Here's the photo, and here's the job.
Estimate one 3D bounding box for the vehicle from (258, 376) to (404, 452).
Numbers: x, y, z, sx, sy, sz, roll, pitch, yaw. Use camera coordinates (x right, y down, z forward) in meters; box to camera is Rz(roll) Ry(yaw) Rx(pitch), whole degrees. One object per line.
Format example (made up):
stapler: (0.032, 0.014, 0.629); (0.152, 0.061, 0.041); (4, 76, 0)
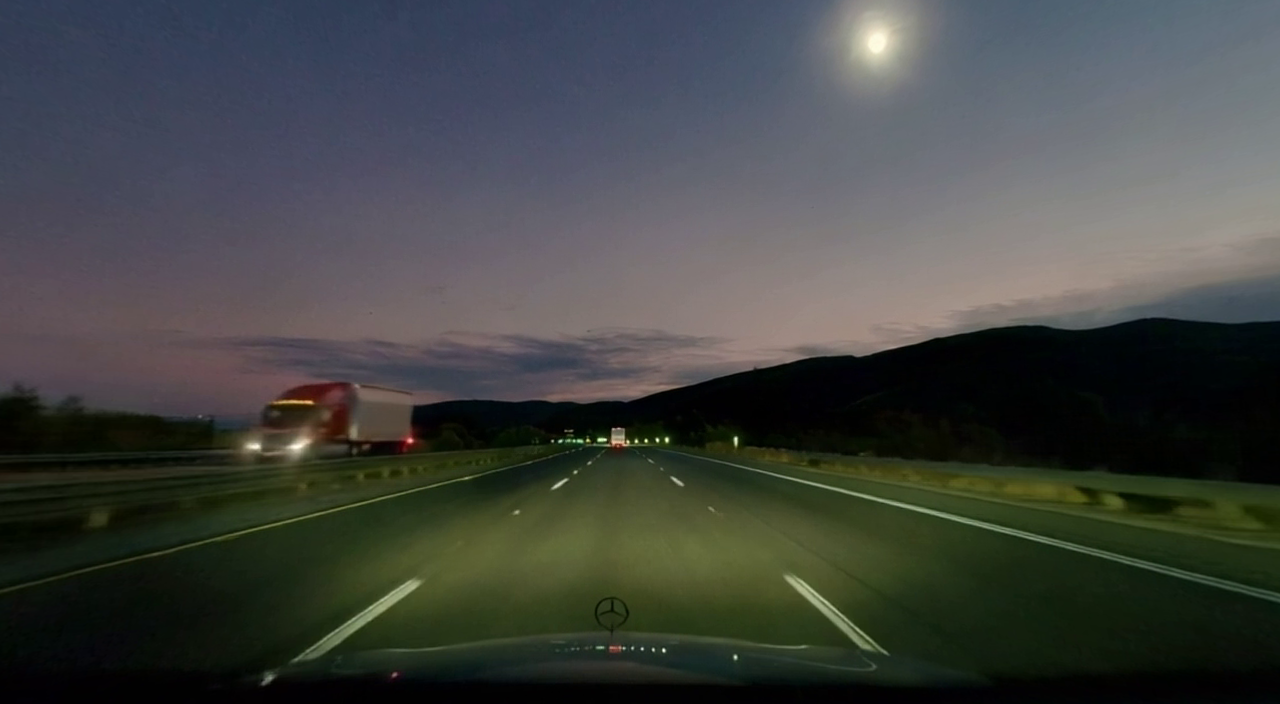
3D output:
vehicle: (-17.377, 3.901, 36.894); (2.822, 3.677, 12.266); (0, -8, -2)
